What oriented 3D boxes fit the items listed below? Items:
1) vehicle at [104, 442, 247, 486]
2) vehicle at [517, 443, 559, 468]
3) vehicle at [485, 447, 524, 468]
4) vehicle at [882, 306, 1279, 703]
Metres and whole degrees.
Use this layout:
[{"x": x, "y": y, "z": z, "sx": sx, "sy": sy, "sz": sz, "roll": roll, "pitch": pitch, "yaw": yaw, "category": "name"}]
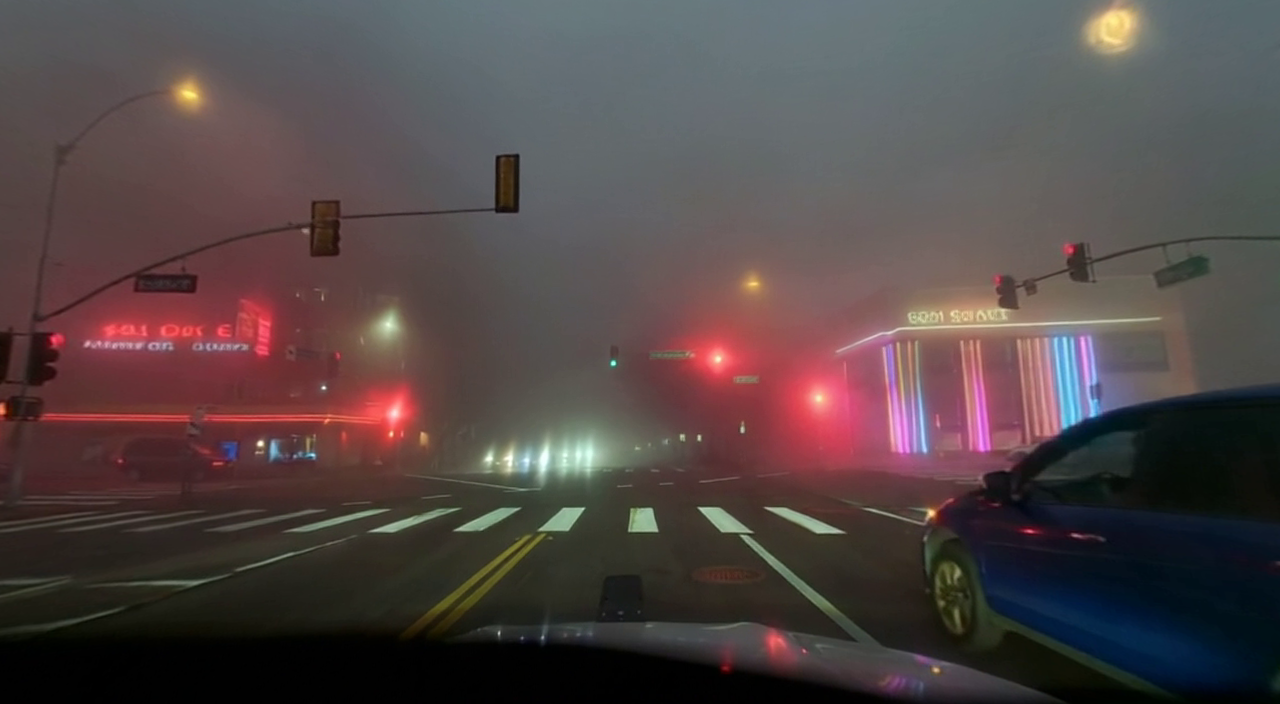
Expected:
[{"x": -21.488, "y": 5.159, "z": 29.312, "sx": 5.161, "sy": 1.910, "sz": 2.275, "roll": -2, "pitch": -9, "yaw": 10, "category": "vehicle"}, {"x": -7.280, "y": 7.428, "z": 45.460, "sx": 2.181, "sy": 1.703, "sz": 4.512, "roll": 0, "pitch": -8, "yaw": 1, "category": "vehicle"}, {"x": -10.398, "y": 8.112, "z": 48.803, "sx": 2.106, "sy": 1.505, "sz": 4.228, "roll": 0, "pitch": -8, "yaw": -1, "category": "vehicle"}, {"x": 2.928, "y": 0.822, "z": 2.596, "sx": 2.049, "sy": 1.691, "sz": 4.447, "roll": 0, "pitch": -8, "yaw": 0, "category": "vehicle"}]
